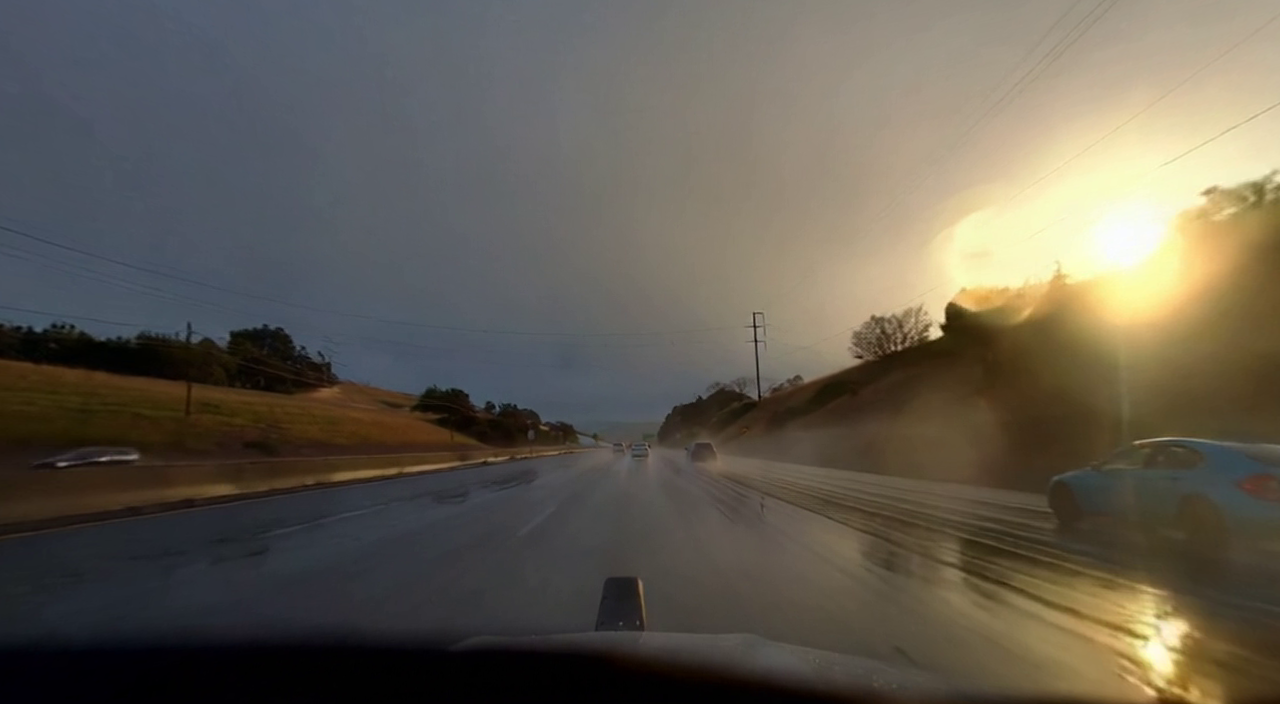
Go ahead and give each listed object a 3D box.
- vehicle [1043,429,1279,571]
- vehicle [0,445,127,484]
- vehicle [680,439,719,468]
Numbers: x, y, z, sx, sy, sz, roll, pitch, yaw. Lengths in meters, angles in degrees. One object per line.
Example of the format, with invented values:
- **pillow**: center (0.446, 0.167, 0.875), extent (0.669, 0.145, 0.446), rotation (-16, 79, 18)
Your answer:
- **vehicle**: center (8.052, 1.881, 8.578), extent (1.970, 1.545, 4.818), rotation (0, -8, 0)
- **vehicle**: center (-23.609, 4.578, 25.941), extent (1.655, 1.474, 3.715), rotation (0, -8, 2)
- **vehicle**: center (3.826, 6.596, 41.189), extent (2.159, 1.782, 4.673), rotation (0, -8, 0)
